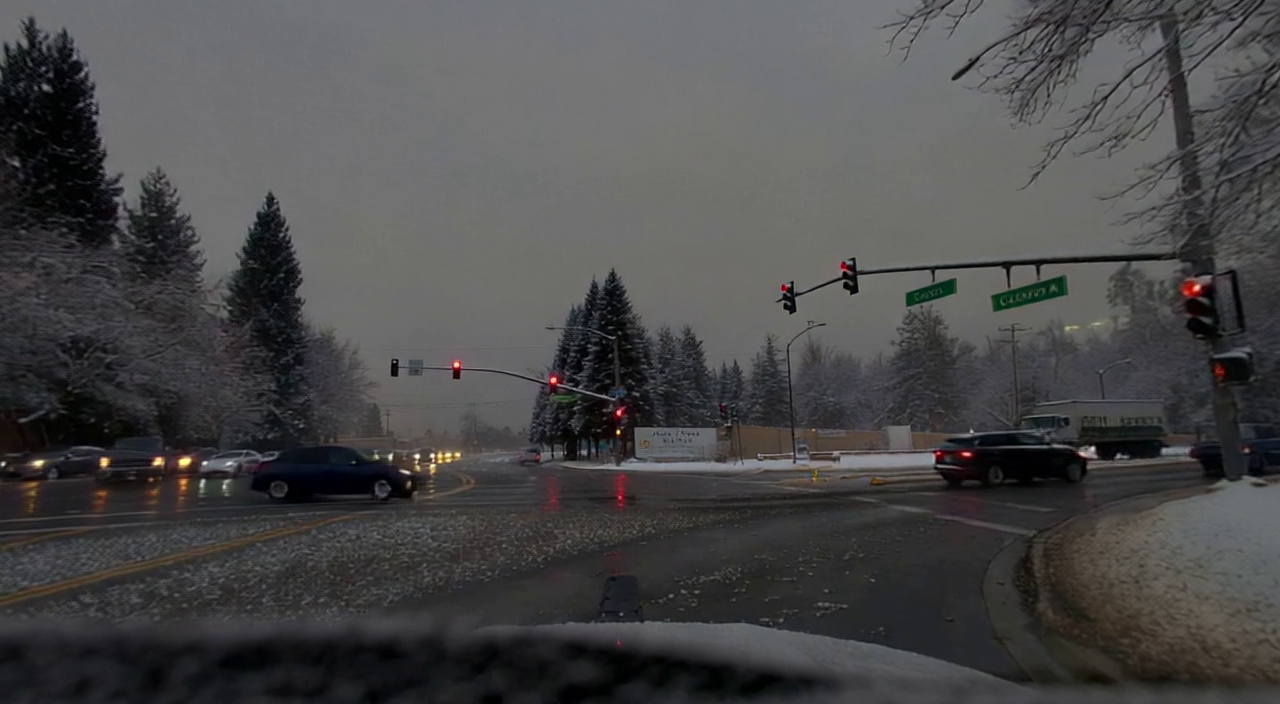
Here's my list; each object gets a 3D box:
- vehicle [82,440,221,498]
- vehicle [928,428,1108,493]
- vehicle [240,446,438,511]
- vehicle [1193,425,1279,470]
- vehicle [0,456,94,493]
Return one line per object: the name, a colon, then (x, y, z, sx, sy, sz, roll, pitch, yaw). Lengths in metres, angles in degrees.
vehicle: (-18.691, 4.454, 24.640, 2.358, 1.937, 5.896, 3, -9, -18)
vehicle: (10.497, 2.988, 17.612, 4.281, 1.621, 1.903, 3, -9, -20)
vehicle: (-7.811, 3.191, 16.389, 4.728, 1.471, 1.957, -4, -9, 24)
vehicle: (26.371, 4.163, 27.605, 4.619, 1.759, 2.101, 6, -10, -34)
vehicle: (-31.182, 6.267, 32.646, 2.142, 1.723, 4.692, 1, -9, -9)
